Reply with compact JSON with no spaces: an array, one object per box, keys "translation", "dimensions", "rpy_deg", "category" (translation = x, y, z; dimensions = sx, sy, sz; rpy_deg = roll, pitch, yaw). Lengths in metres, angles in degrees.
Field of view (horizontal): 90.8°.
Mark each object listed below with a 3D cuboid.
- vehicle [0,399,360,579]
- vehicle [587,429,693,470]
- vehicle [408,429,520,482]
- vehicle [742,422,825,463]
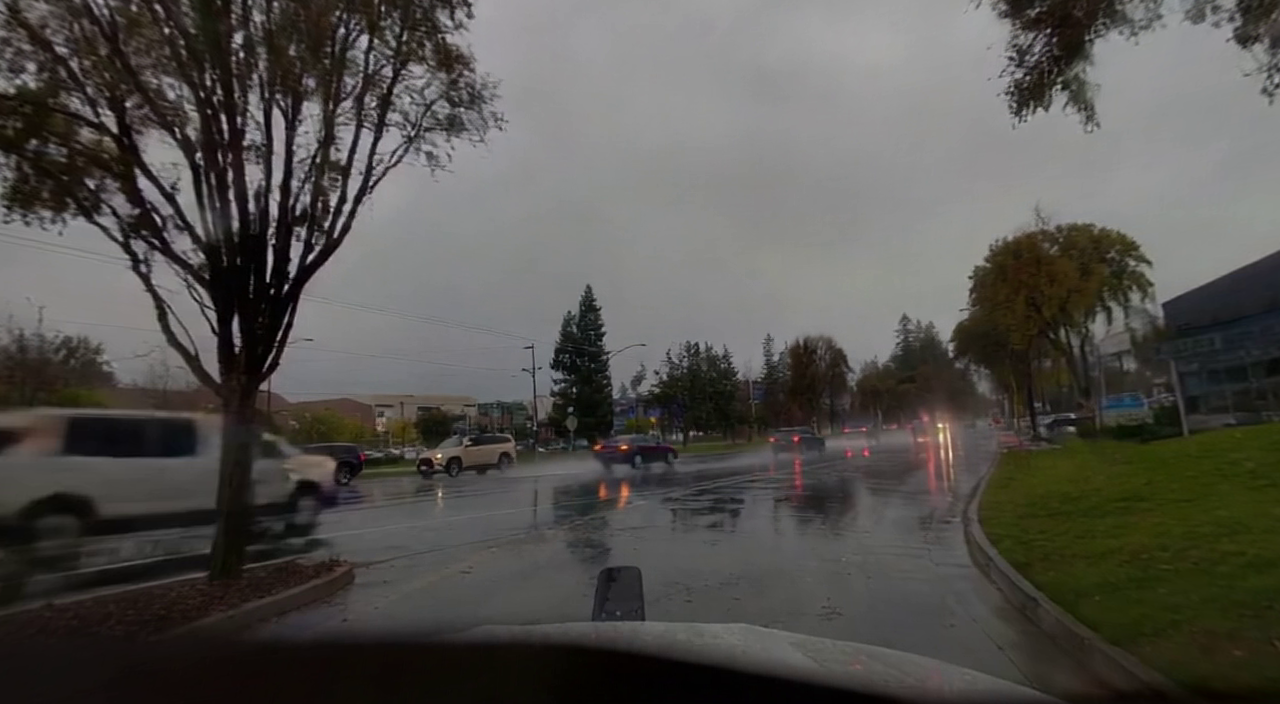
[{"translation":[-6.830,1.719,8.796],"dimensions":[4.748,1.936,2.517],"rpy_deg":[5,-10,-45],"category":"vehicle"},{"translation":[0.104,4.399,28.593],"dimensions":[2.183,1.651,4.928],"rpy_deg":[-8,-11,38],"category":"vehicle"},{"translation":[-8.633,5.042,31.393],"dimensions":[2.134,1.924,4.911],"rpy_deg":[-6,-4,41],"category":"vehicle"},{"translation":[7.478,4.621,32.496],"dimensions":[1.954,1.639,5.229],"rpy_deg":[-9,-8,38],"category":"vehicle"}]
